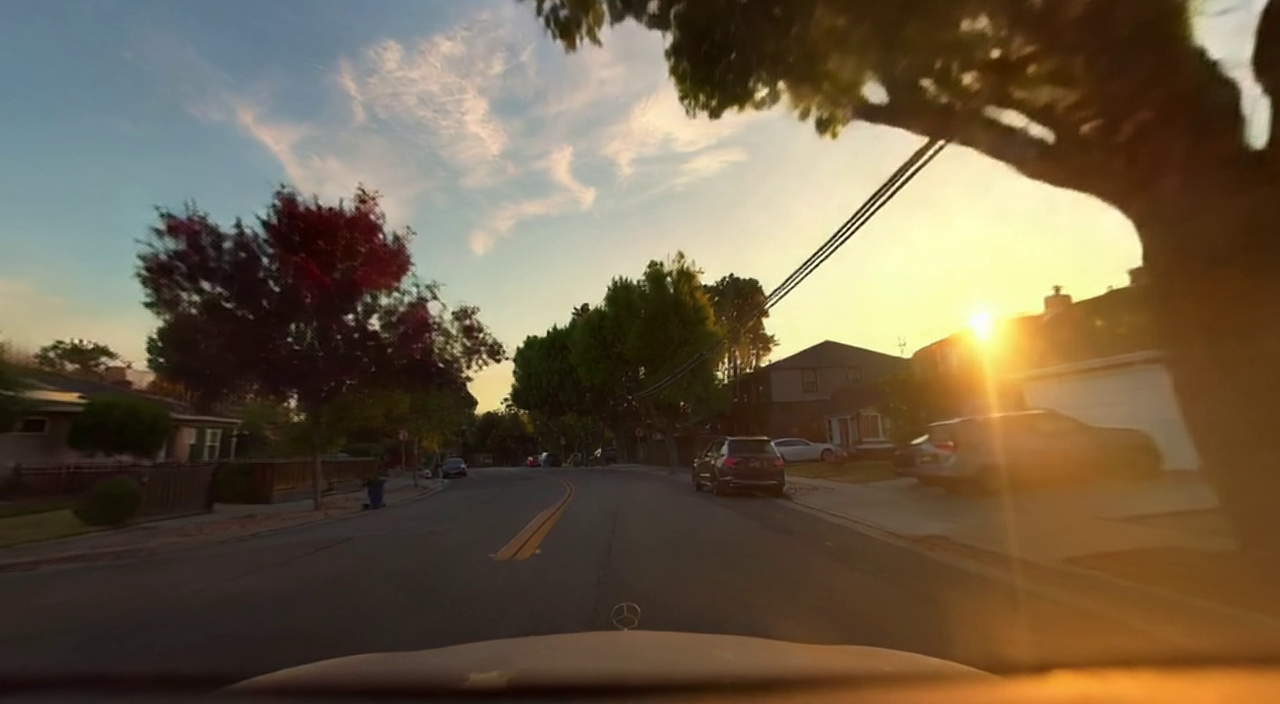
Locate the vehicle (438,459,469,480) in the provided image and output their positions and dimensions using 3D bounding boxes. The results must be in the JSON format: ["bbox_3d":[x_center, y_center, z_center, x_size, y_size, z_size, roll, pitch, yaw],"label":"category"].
[{"bbox_3d":[-14.100,8.848,47.695,1.902,1.434,4.313,3,-9,-20],"label":"vehicle"}]

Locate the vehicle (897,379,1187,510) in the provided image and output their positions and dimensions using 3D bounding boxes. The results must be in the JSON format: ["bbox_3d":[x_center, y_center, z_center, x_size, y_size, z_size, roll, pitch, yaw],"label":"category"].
[{"bbox_3d":[8.761,2.049,14.163,4.801,2.139,2.164,-6,-8,-2],"label":"vehicle"}]

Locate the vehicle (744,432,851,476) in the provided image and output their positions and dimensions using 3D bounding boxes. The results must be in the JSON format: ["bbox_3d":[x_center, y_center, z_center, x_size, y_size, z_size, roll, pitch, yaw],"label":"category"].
[{"bbox_3d":[7.790,5.104,31.692,4.666,1.655,2.169,-6,-9,1],"label":"vehicle"}]

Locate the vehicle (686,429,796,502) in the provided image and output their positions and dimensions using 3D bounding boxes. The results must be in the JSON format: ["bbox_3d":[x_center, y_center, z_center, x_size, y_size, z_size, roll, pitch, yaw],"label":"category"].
[{"bbox_3d":[2.952,3.481,19.770,2.214,1.962,4.733,0,-9,-6],"label":"vehicle"}]
